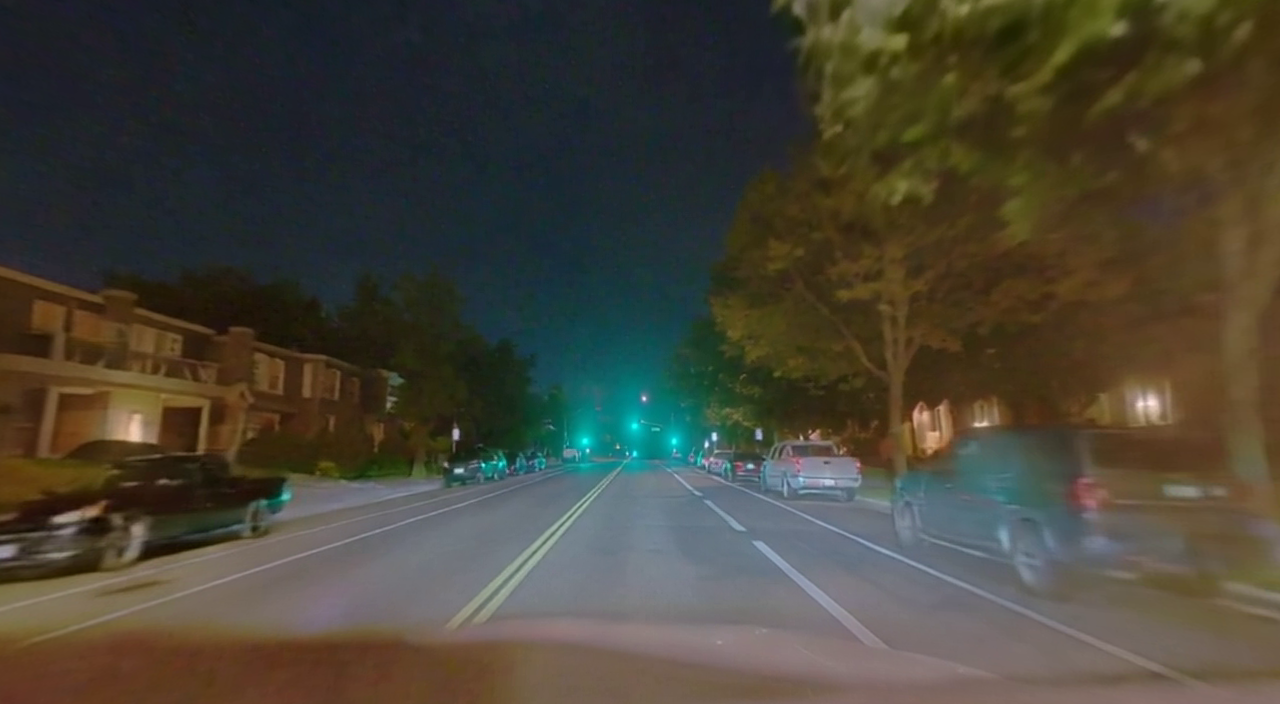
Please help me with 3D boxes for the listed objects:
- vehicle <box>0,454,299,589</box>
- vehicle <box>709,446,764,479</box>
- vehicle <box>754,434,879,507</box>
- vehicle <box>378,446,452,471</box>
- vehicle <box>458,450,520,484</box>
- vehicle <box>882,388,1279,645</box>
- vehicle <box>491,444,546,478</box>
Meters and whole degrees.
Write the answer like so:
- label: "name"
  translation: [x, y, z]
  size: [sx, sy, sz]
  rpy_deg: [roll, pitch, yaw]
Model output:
- label: "vehicle"
  translation: [-7.453, 2.366, 9.710]
  size: [1.903, 1.463, 4.526]
  rpy_deg: [-1, -8, 0]
- label: "vehicle"
  translation: [4.634, 5.350, 30.888]
  size: [2.048, 1.469, 4.673]
  rpy_deg: [0, -8, 1]
- label: "vehicle"
  translation: [4.684, 3.204, 17.630]
  size: [2.137, 1.747, 4.797]
  rpy_deg: [0, -8, 1]
- label: "vehicle"
  translation: [-16.287, 7.713, 45.820]
  size: [4.619, 1.708, 2.087]
  rpy_deg: [0, -8, -1]
- label: "vehicle"
  translation: [-7.465, 5.691, 31.532]
  size: [1.971, 1.479, 4.307]
  rpy_deg: [-1, -8, 1]
- label: "vehicle"
  translation: [4.485, 1.500, 6.837]
  size: [2.089, 1.831, 4.492]
  rpy_deg: [-1, -8, 3]
- label: "vehicle"
  translation: [-7.102, 6.382, 37.391]
  size: [2.218, 1.807, 5.032]
  rpy_deg: [-1, -8, 1]
